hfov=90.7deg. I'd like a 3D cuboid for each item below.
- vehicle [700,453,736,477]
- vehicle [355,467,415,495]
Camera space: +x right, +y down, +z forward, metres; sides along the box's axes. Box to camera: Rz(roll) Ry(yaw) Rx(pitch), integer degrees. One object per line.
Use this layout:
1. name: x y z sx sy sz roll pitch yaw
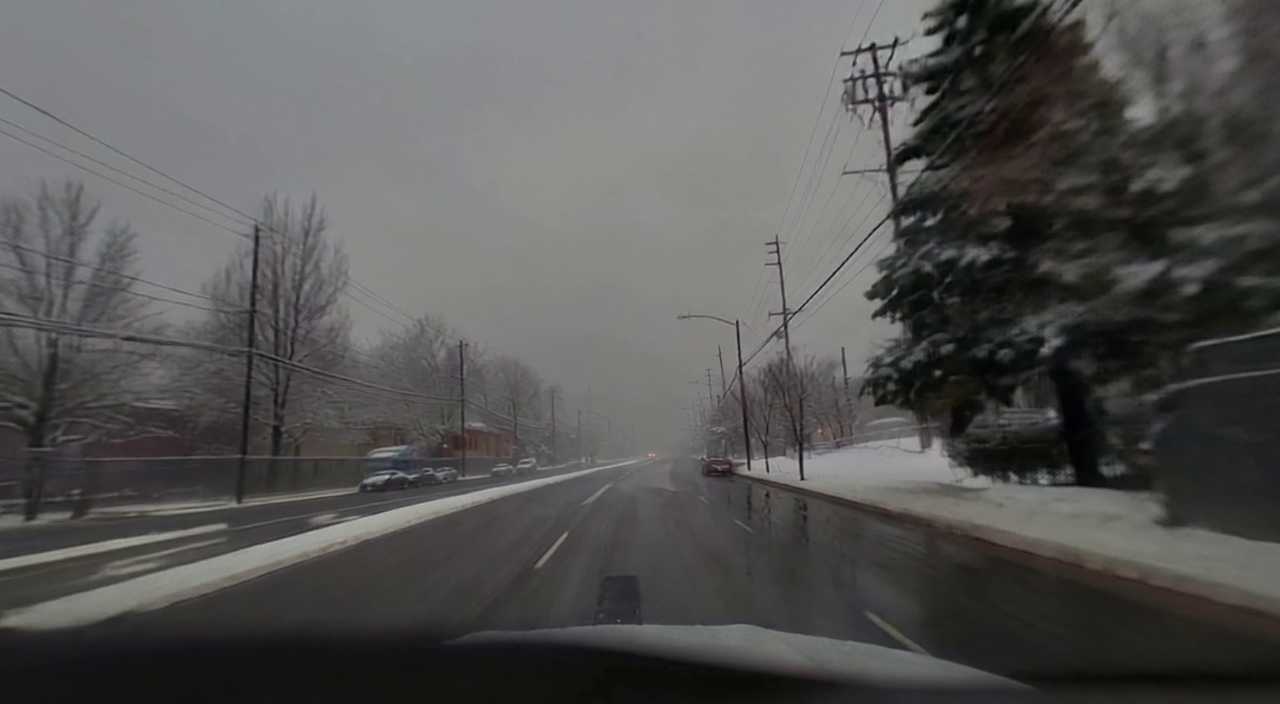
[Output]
1. vehicle: 5.263 7.689 43.222 2.002 1.459 4.357 0 -9 1
2. vehicle: -16.664 8.426 41.607 1.892 1.515 4.622 -6 -11 1
